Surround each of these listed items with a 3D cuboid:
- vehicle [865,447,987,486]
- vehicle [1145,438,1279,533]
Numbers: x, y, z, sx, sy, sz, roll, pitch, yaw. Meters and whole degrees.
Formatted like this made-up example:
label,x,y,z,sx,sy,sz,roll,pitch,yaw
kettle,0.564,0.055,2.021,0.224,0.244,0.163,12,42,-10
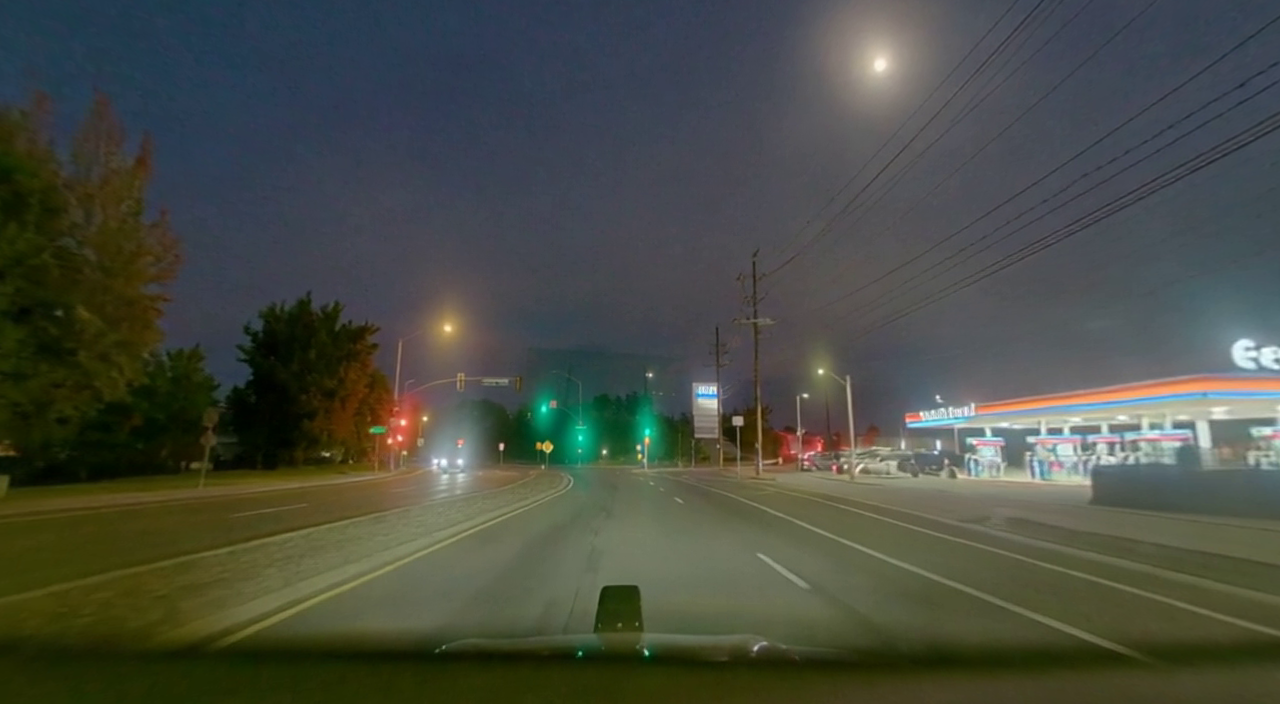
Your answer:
label,x,y,z,sx,sy,sz,roll,pitch,yaw
vehicle,13.999,5.633,31.171,4.996,1.720,2.027,1,-8,2
vehicle,13.873,2.992,14.550,2.086,1.845,4.694,-4,-11,22
